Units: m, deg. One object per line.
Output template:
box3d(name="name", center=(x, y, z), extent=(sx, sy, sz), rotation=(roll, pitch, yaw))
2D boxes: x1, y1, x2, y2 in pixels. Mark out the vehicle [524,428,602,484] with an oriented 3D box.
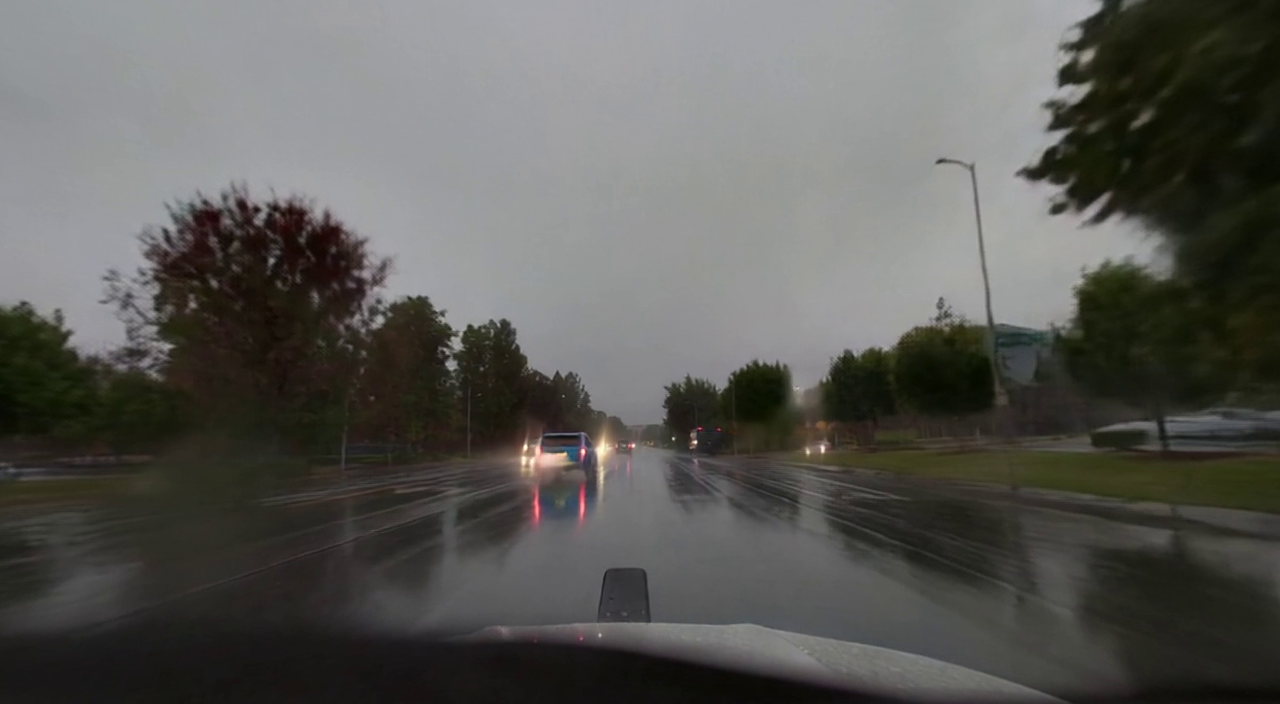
box3d(name="vehicle", center=(-2.740, 3.843, 23.570), extent=(2.179, 1.851, 4.756), rotation=(0, -8, 2))
